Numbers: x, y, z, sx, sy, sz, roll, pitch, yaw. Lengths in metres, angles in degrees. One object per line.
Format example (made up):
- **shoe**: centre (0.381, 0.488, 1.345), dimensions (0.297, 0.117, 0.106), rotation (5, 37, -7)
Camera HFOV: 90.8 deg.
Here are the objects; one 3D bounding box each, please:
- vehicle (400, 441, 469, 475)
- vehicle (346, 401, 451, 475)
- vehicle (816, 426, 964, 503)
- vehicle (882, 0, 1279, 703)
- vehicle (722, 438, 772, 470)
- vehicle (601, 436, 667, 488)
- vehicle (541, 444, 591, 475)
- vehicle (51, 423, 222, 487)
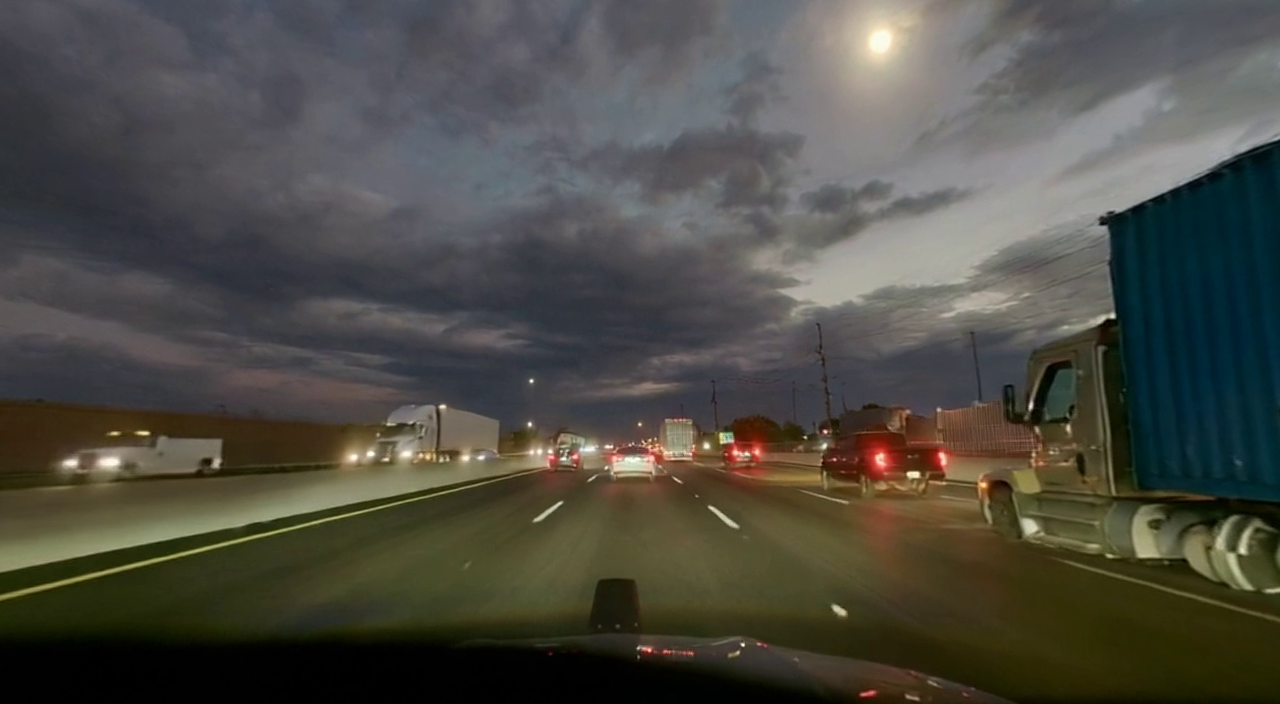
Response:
- **vehicle**: centre (-10.771, 5.589, 33.472), dimensions (2.043, 1.628, 4.675), rotation (0, -9, 1)
- **vehicle**: centre (-14.087, 5.189, 37.764), dimensions (3.075, 3.927, 8.116), rotation (0, -9, 0)
- **vehicle**: centre (6.892, 3.174, 18.202), dimensions (2.086, 1.862, 5.232), rotation (0, -9, 0)
- **vehicle**: centre (3.554, -0.438, 0.892), dimensions (3.013, 3.940, 7.933), rotation (0, -9, -2)
- **vehicle**: centre (7.027, 6.801, 42.265), dimensions (2.302, 1.973, 5.502), rotation (0, -9, -1)
- **vehicle**: centre (-0.219, 3.981, 23.132), dimensions (2.191, 1.685, 4.015), rotation (0, -9, 0)
- **vehicle**: centre (-3.810, 5.626, 33.284), dimensions (2.025, 1.498, 4.675), rotation (0, -9, 0)
- **vehicle**: centre (-20.843, 4.315, 26.682), dimensions (2.247, 2.391, 5.960), rotation (0, -9, 0)
